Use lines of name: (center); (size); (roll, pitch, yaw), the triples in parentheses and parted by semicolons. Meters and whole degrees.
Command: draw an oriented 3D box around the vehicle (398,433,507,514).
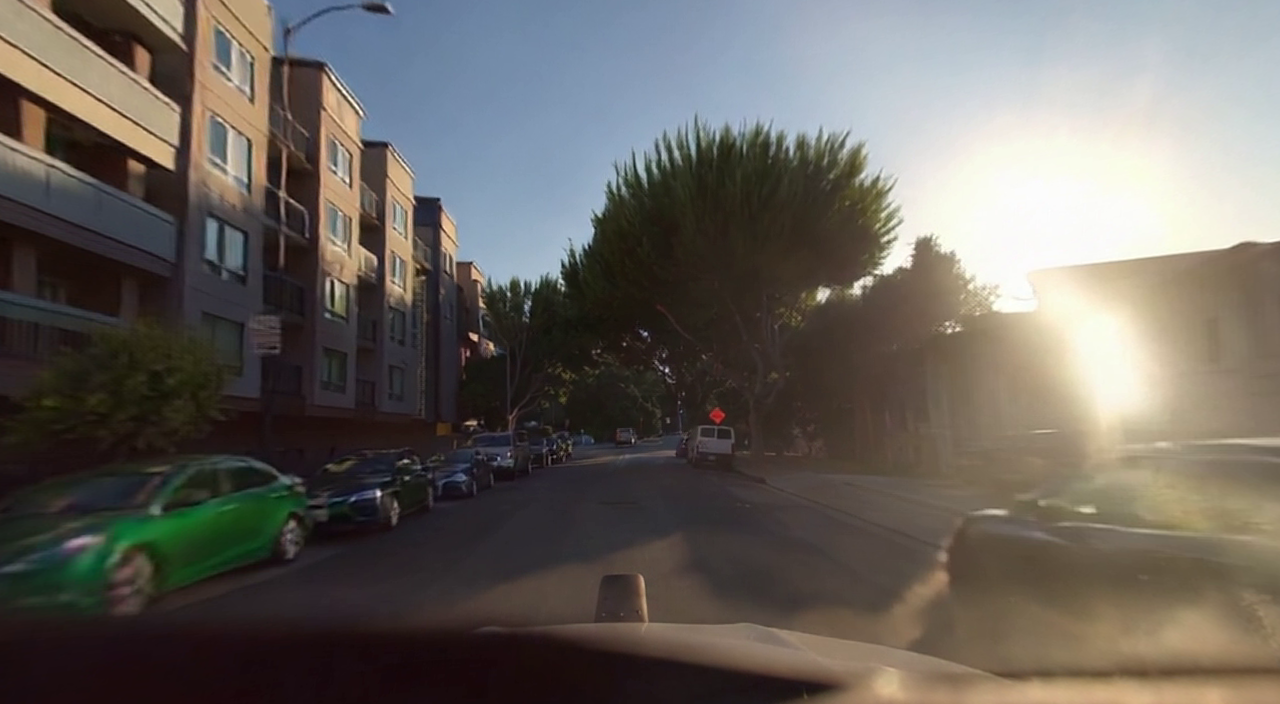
vehicle: (-5.146, 3.298, 17.948); (1.837, 1.499, 4.443); (-2, -2, -1)

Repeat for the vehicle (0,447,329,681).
vehicle: (-5.110, 1.671, 6.005); (1.890, 1.457, 4.856); (0, -8, -1)

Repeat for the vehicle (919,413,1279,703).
vehicle: (3.237, 1.072, 2.996); (1.835, 1.490, 4.134); (0, -8, -2)

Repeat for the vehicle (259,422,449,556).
vehicle: (-5.269, 2.445, 12.356); (1.824, 1.664, 4.344); (-1, 0, -2)

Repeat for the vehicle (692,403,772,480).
vehicle: (3.779, 3.524, 25.663); (1.961, 2.656, 3.047); (-2, -1, 35)
